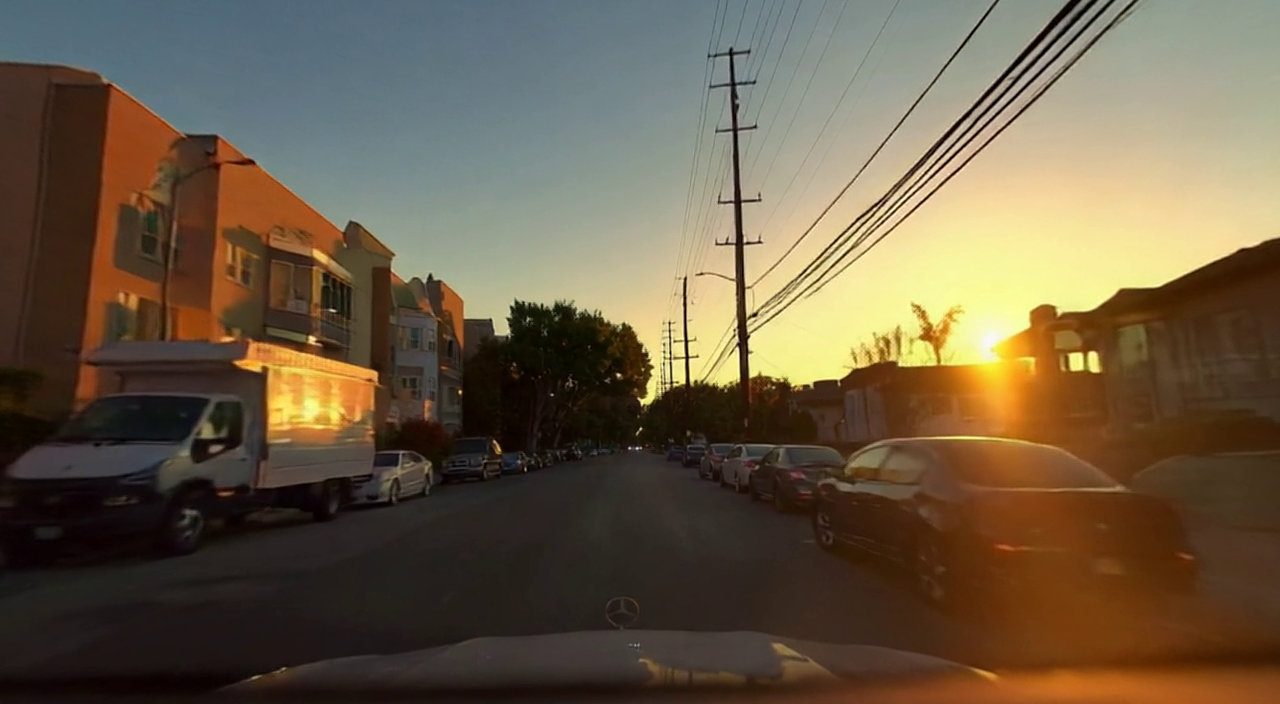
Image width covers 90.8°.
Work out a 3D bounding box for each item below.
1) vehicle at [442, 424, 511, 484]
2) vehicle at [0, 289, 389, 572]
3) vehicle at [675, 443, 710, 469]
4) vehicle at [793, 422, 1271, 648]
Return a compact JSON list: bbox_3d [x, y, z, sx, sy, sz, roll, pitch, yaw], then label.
[{"bbox_3d":[-7.192,4.538,28.258,1.889,2.463,4.142,0,-9,1],"label":"vehicle"},{"bbox_3d":[-7.502,1.509,11.716,2.901,3.610,6.707,-3,-9,1],"label":"vehicle"},{"bbox_3d":[3.514,7.108,43.416,2.095,1.694,4.592,0,-9,1],"label":"vehicle"},{"bbox_3d":[3.358,1.664,6.953,2.057,1.554,4.905,0,-9,-1],"label":"vehicle"}]
